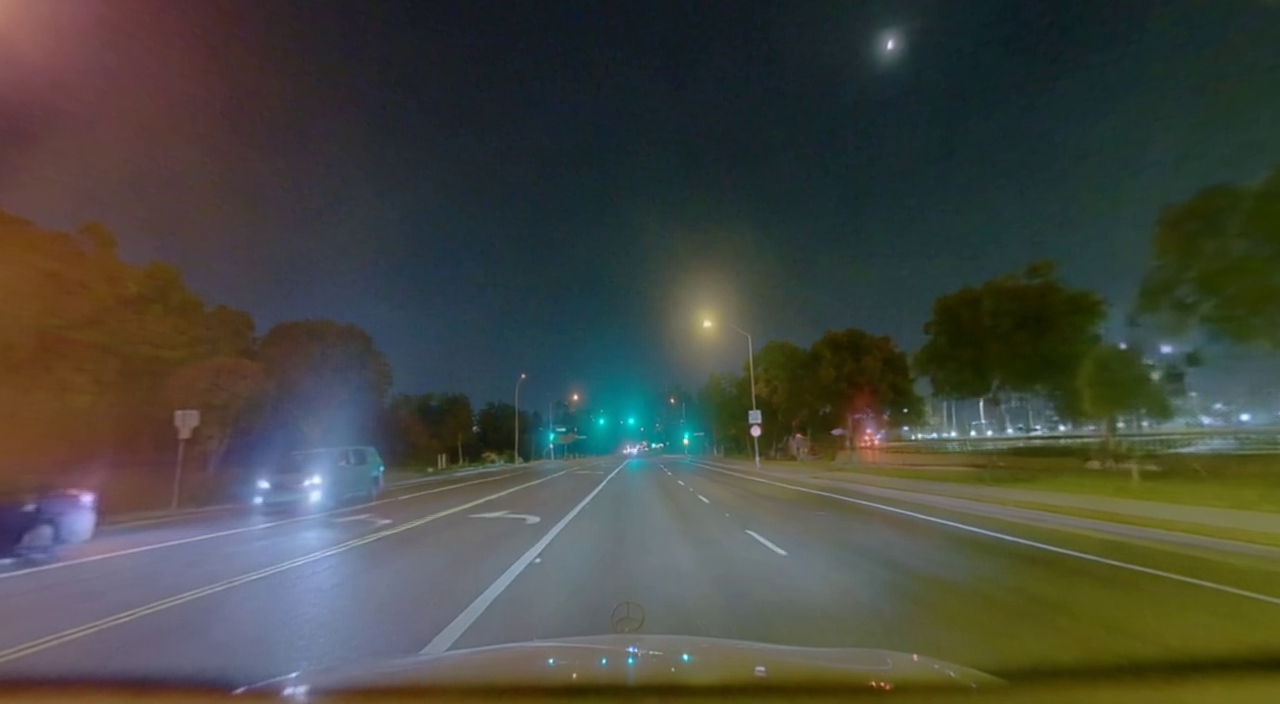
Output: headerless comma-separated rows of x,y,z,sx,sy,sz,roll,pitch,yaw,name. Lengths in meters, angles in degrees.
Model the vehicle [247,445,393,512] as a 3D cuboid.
-9.234,3.646,18.771,2.066,1.709,4.509,0,-9,-2,vehicle
